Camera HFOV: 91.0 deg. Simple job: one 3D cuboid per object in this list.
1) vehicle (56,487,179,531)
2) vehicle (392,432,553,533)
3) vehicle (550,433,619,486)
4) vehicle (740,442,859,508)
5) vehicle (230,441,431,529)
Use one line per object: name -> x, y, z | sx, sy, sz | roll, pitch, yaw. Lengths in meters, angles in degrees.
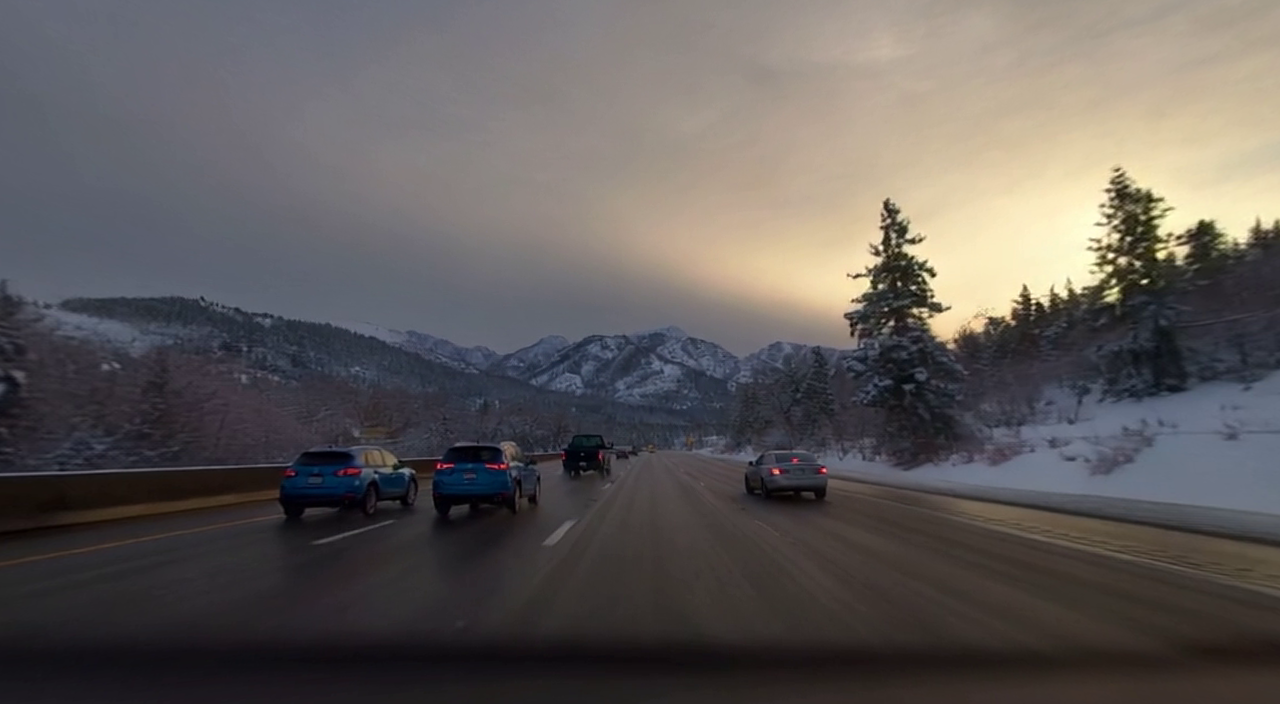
vehicle -> -24.423, 7.337, 29.685 | 1.835, 1.544, 4.610 | 0, -8, 0
vehicle -> -3.206, 2.592, 13.085 | 2.080, 1.716, 4.207 | 0, -9, 2
vehicle -> -2.388, 4.860, 28.805 | 2.494, 2.136, 5.539 | 0, -9, 2
vehicle -> 4.201, 3.321, 17.478 | 2.071, 1.570, 4.637 | 0, -9, 0
vehicle -> -6.588, 2.860, 14.194 | 2.084, 1.639, 4.648 | 0, -9, 1
